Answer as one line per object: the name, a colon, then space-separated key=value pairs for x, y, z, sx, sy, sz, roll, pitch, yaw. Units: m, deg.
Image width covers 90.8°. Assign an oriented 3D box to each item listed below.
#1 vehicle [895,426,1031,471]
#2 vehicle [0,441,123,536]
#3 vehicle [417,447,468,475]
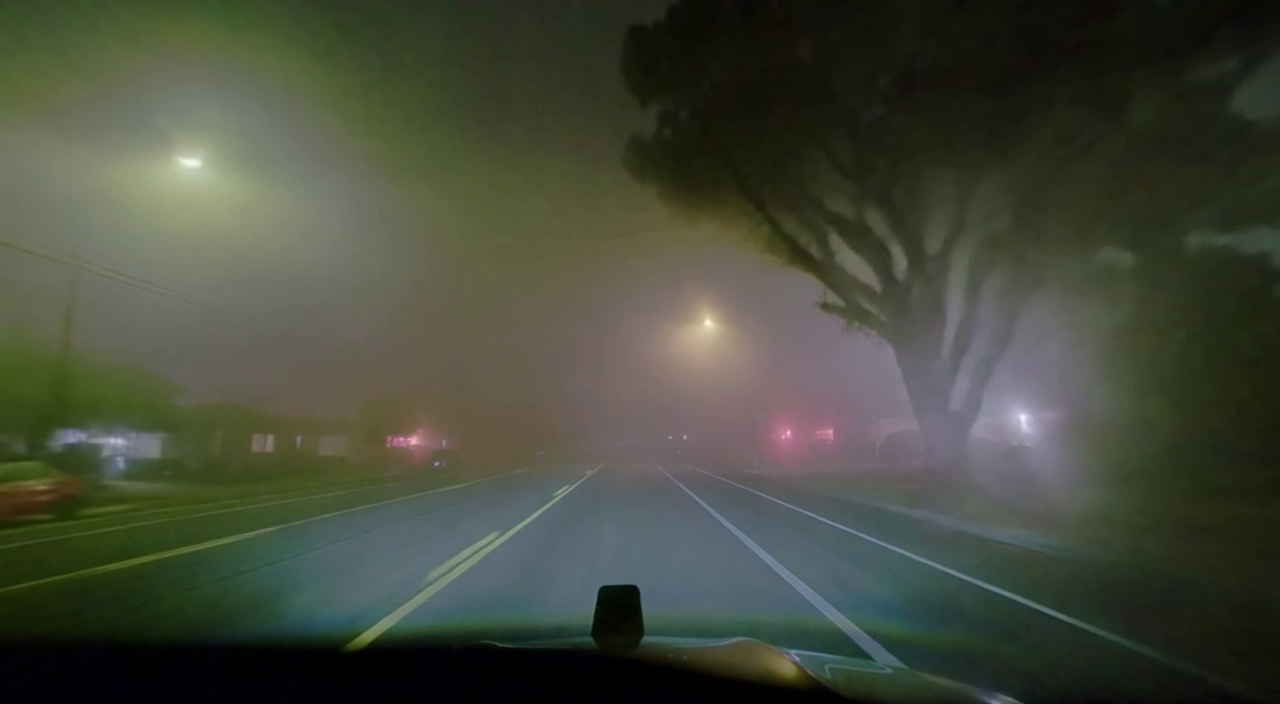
vehicle: x=13.602 y=4.094 z=26.817 sx=4.629 sy=1.770 sz=1.959 roll=0 pitch=-8 yaw=0
vehicle: x=-12.642 y=2.546 z=11.880 sx=2.110 sy=1.709 sz=4.426 roll=0 pitch=-8 yaw=-1
vehicle: x=-12.826 y=7.069 z=41.252 sx=1.936 sy=1.504 sz=4.456 roll=-2 pitch=-7 yaw=-1
